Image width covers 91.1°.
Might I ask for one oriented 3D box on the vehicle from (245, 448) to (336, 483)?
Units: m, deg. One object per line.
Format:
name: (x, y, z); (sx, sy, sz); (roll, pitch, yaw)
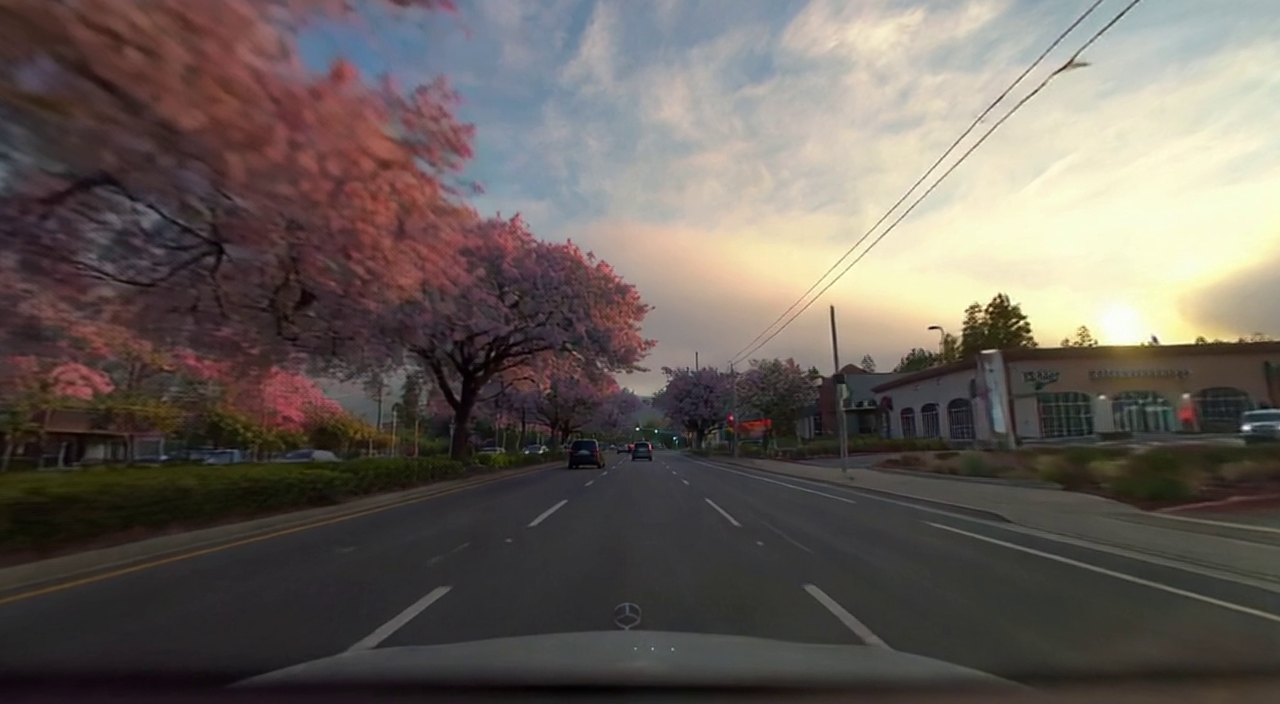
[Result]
vehicle: (-18.211, 5.900, 32.999); (2.111, 1.702, 4.543); (0, -8, 0)

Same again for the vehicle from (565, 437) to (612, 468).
vehicle: (-3.205, 6.370, 39.917); (2.453, 1.844, 4.751); (0, -8, 2)

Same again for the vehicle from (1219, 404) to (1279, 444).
vehicle: (27.385, 3.164, 27.186); (4.677, 1.583, 1.955); (5, -10, -30)
